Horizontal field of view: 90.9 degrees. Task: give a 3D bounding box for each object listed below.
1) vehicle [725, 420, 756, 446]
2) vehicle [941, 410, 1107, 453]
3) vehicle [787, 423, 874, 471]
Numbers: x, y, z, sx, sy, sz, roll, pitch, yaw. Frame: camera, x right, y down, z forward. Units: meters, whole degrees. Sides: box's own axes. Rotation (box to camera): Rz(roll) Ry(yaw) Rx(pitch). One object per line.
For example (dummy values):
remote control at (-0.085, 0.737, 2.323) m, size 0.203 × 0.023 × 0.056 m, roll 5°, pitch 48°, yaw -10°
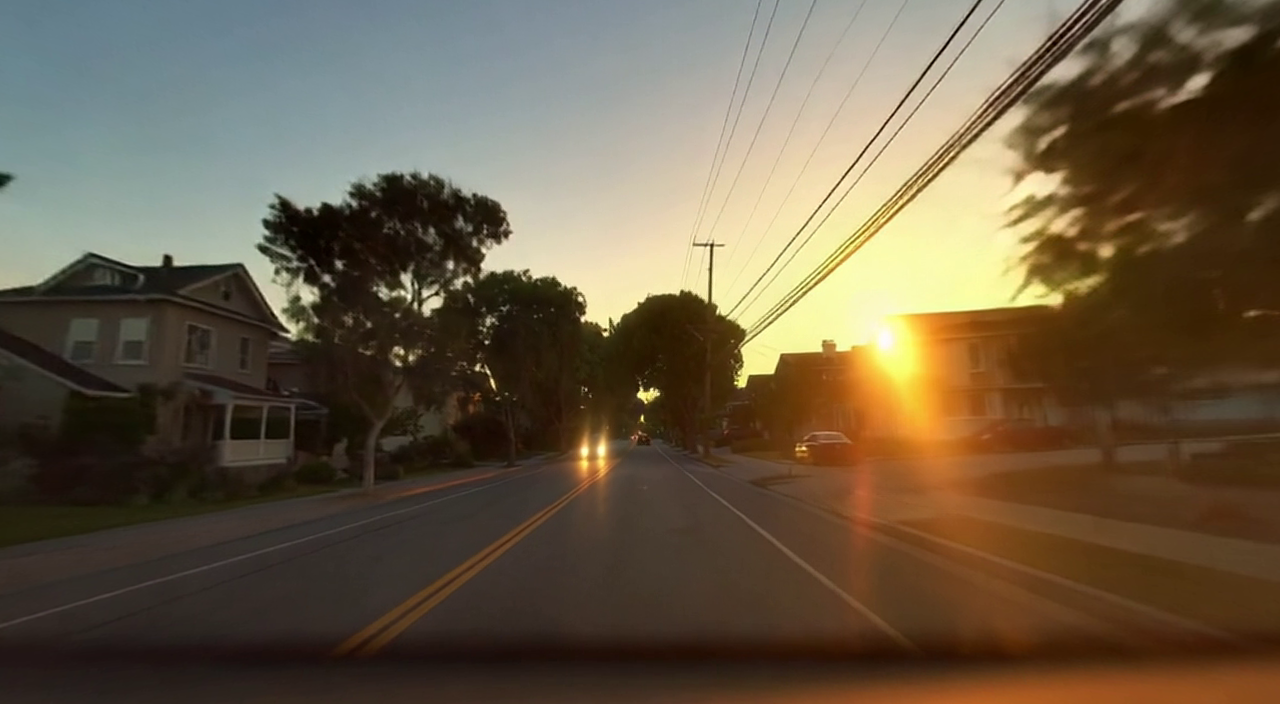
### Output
vehicle at (7.884, 6.383, 49.571) m, size 1.878 × 1.743 × 4.556 m, roll -7°, pitch -8°, yaw 4°
vehicle at (14.316, 3.026, 23.790) m, size 4.848 × 1.509 × 1.976 m, roll -1°, pitch -8°, yaw 8°
vehicle at (7.163, 3.633, 24.241) m, size 2.071 × 1.510 × 4.418 m, roll -5°, pitch -8°, yaw 3°
